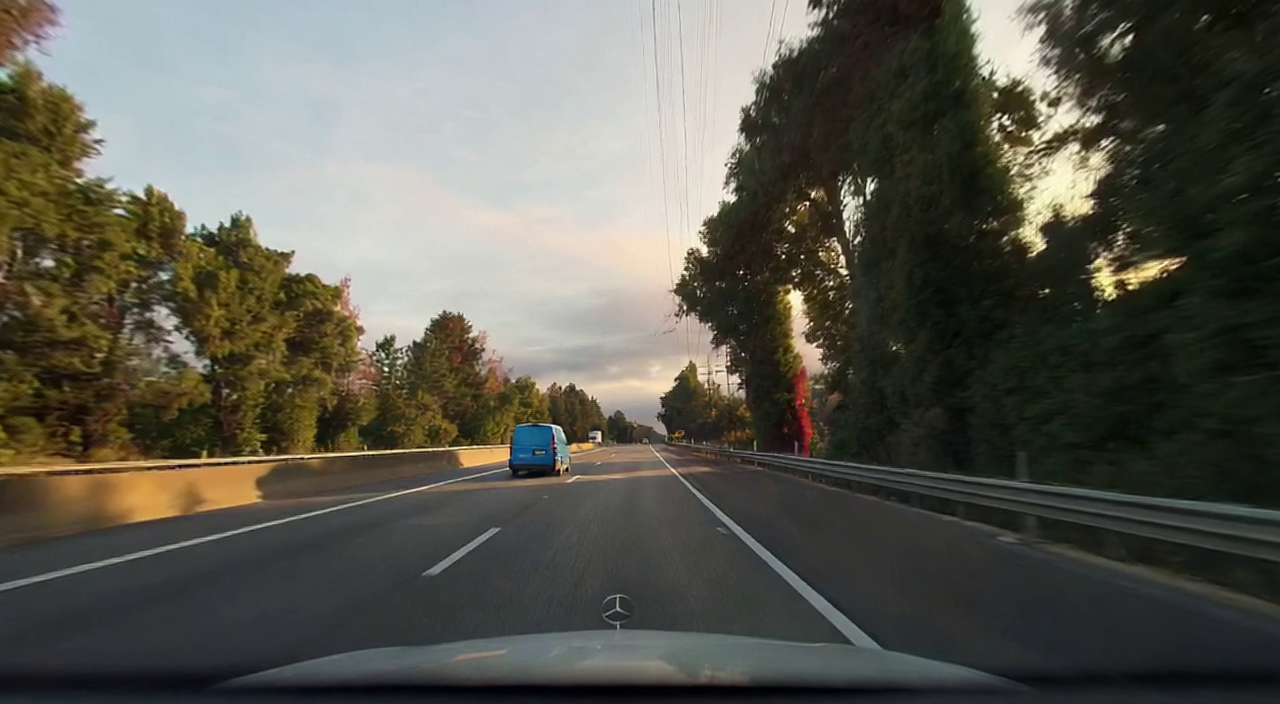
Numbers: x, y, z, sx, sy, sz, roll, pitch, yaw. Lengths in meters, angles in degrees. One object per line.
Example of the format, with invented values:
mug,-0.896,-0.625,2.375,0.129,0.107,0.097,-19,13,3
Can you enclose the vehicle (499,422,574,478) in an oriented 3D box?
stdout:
vehicle,-3.749,3.647,23.638,2.041,1.856,4.353,0,-8,0
